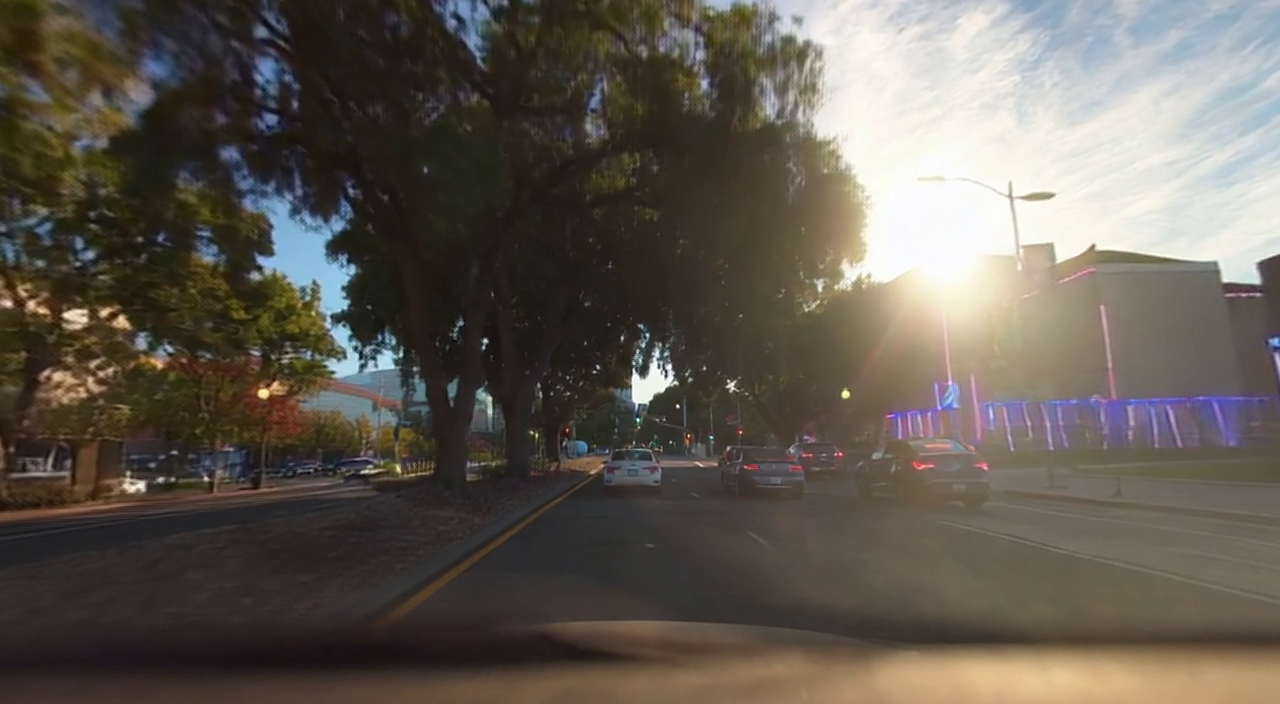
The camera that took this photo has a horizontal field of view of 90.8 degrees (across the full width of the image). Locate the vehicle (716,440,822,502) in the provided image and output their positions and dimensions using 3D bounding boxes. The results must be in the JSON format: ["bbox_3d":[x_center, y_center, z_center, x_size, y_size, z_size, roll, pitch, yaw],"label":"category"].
[{"bbox_3d":[3.423,3.270,17.690,1.993,1.477,4.240,0,-9,-1],"label":"vehicle"}]

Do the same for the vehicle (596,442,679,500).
[{"bbox_3d":[-0.122,3.349,18.133,2.101,1.444,4.248,0,-9,-1],"label":"vehicle"}]

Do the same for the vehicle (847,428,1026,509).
[{"bbox_3d":[7.148,2.882,15.986,2.052,1.708,4.842,0,-9,-1],"label":"vehicle"}]
